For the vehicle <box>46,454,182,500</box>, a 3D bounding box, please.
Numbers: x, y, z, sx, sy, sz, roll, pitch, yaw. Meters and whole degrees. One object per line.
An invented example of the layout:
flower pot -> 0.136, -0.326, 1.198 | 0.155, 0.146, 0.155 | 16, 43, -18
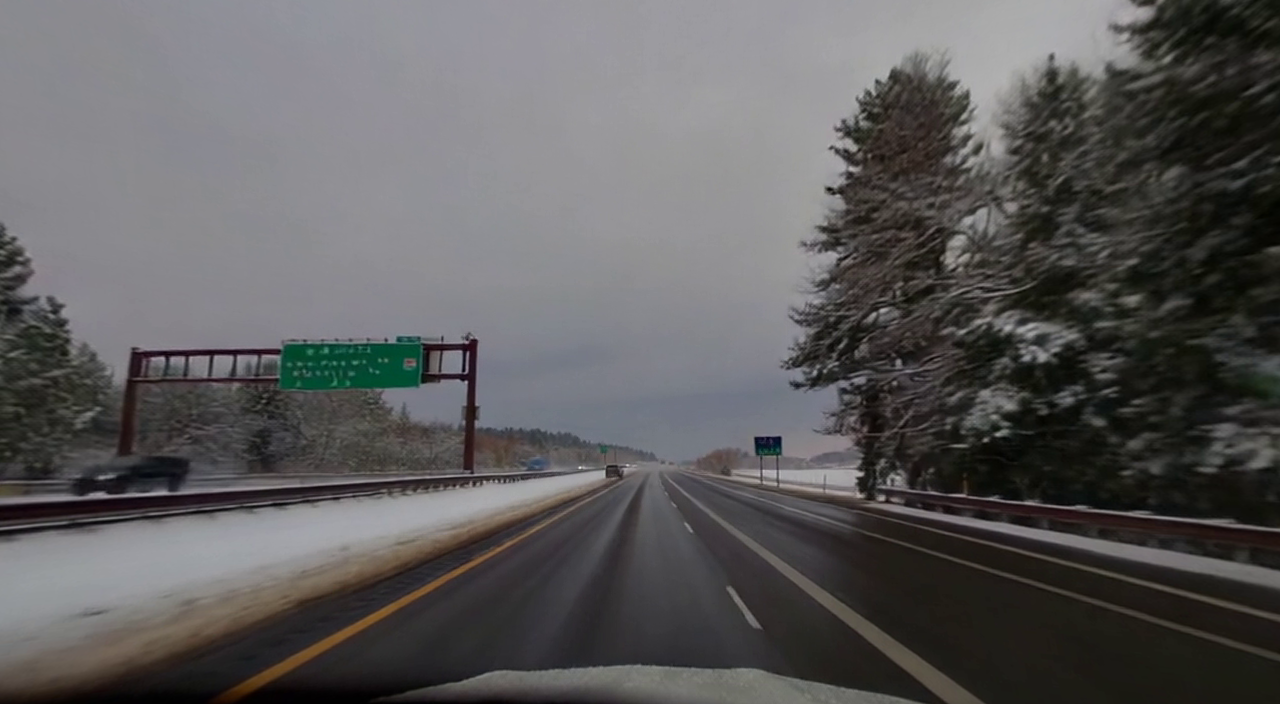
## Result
vehicle -> -22.467, 5.360, 27.200 | 1.906, 1.774, 4.441 | 1, -10, 1
